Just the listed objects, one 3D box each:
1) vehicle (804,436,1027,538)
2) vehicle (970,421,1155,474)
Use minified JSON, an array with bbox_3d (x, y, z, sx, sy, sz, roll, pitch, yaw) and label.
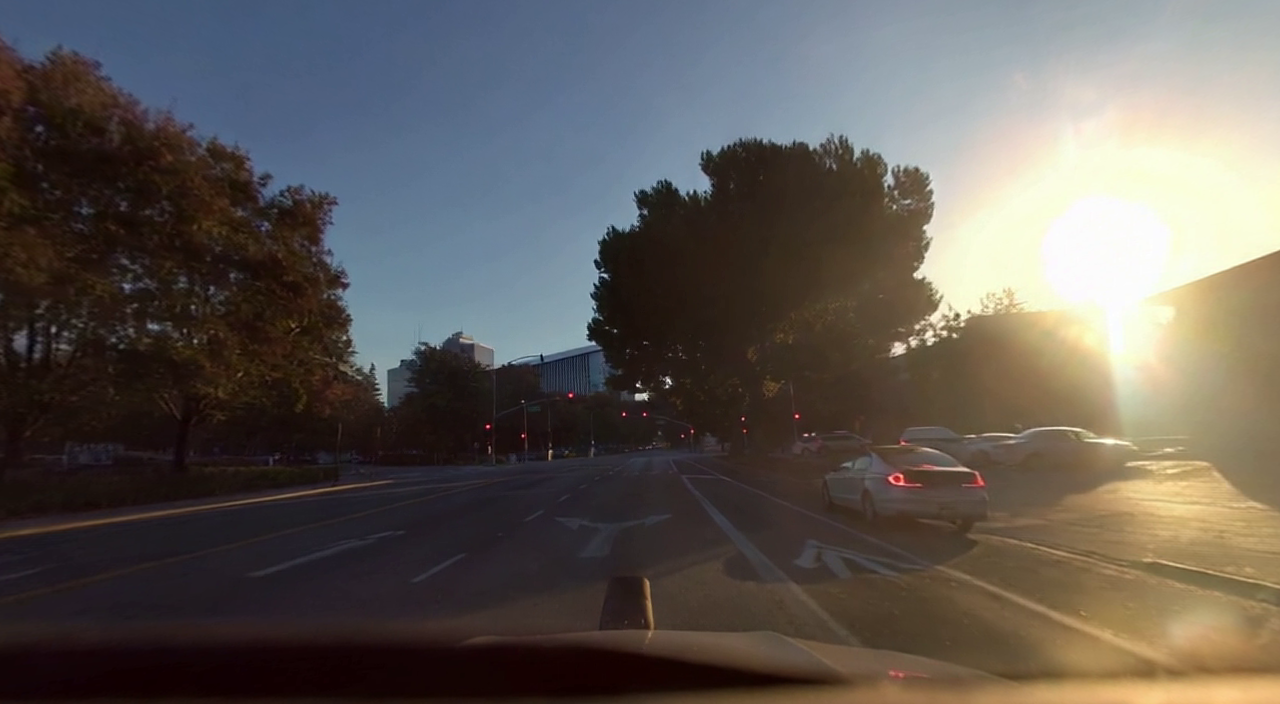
[{"bbox_3d":[4.582,2.296,11.472,2.006,1.448,4.671,0,-8,1],"label":"vehicle"},{"bbox_3d":[12.735,2.911,19.234,4.227,1.451,1.874,-1,-9,3],"label":"vehicle"}]
